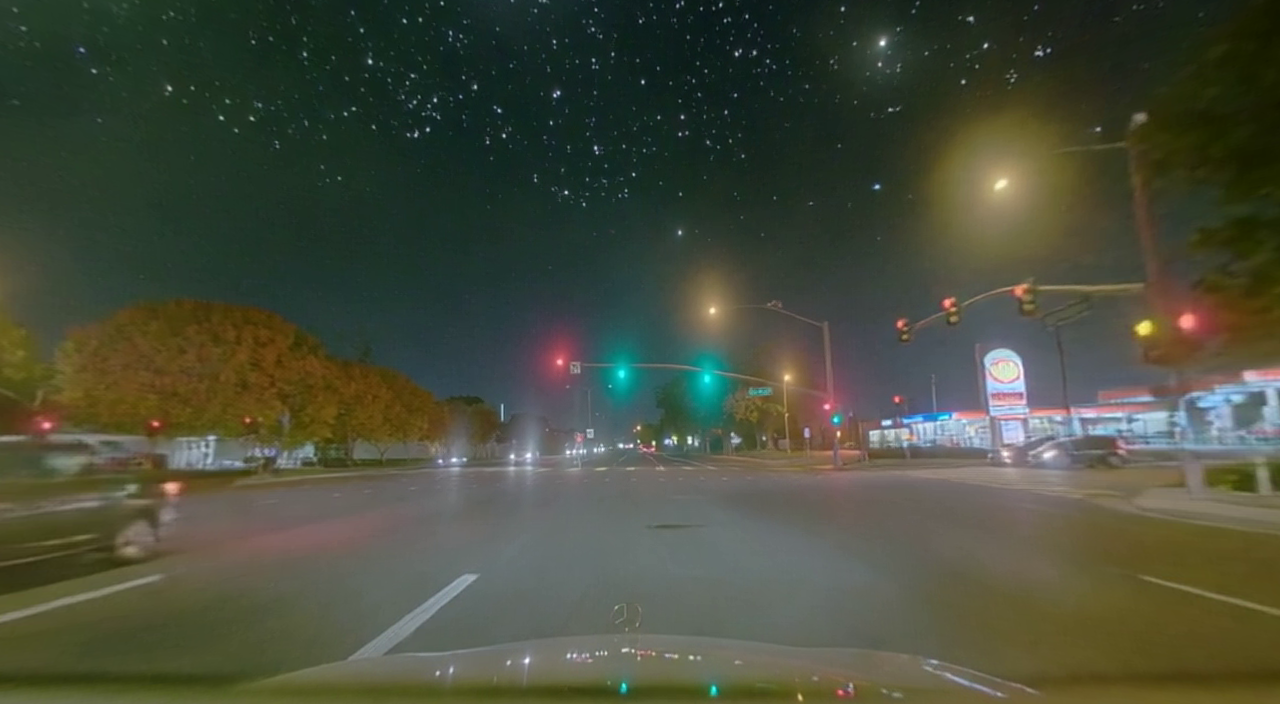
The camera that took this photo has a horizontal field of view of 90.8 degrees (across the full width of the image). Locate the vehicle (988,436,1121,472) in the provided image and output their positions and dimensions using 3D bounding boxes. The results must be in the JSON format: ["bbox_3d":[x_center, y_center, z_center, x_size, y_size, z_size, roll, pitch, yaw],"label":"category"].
[{"bbox_3d":[18.300,4.523,28.153,4.533,1.485,1.916,-3,-9,19],"label":"vehicle"}]

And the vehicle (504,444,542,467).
[{"bbox_3d":[-8.630,7.713,46.820,1.913,1.478,4.312,-4,-10,0],"label":"vehicle"}]

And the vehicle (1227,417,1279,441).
[{"bbox_3d":[47.720,5.904,48.018,1.924,1.682,4.388,1,-9,0],"label":"vehicle"}]

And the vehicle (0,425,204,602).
[{"bbox_3d":[-6.584,1.483,5.960,1.898,1.539,4.314,0,-9,-1],"label":"vehicle"}]

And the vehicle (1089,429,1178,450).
[{"bbox_3d":[34.257,6.094,43.954,4.416,1.458,1.907,-1,-9,7],"label":"vehicle"}]
